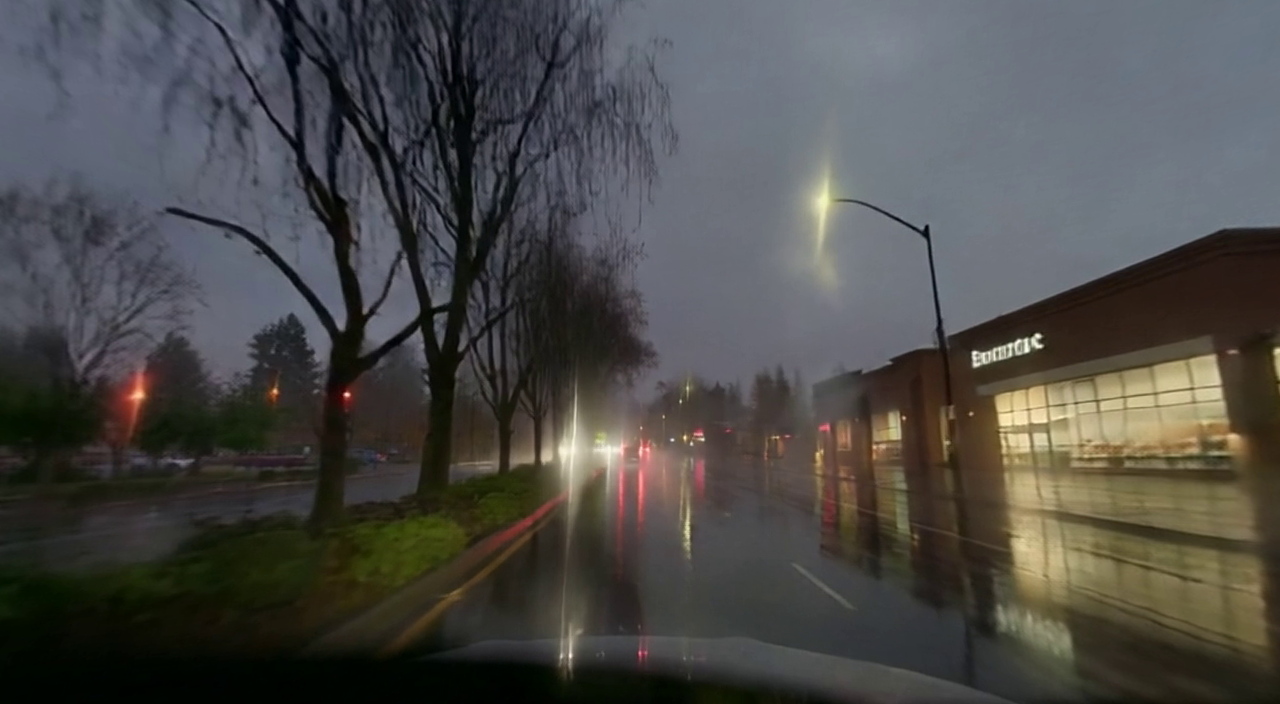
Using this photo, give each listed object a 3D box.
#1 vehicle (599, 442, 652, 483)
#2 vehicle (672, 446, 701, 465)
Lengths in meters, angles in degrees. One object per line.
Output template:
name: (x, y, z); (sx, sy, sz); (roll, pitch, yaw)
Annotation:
vehicle: (-0.543, 4.421, 25.532); (2.006, 1.487, 3.535); (0, -9, 0)
vehicle: (3.649, 8.168, 49.989); (1.910, 1.474, 4.003); (0, -9, -1)
